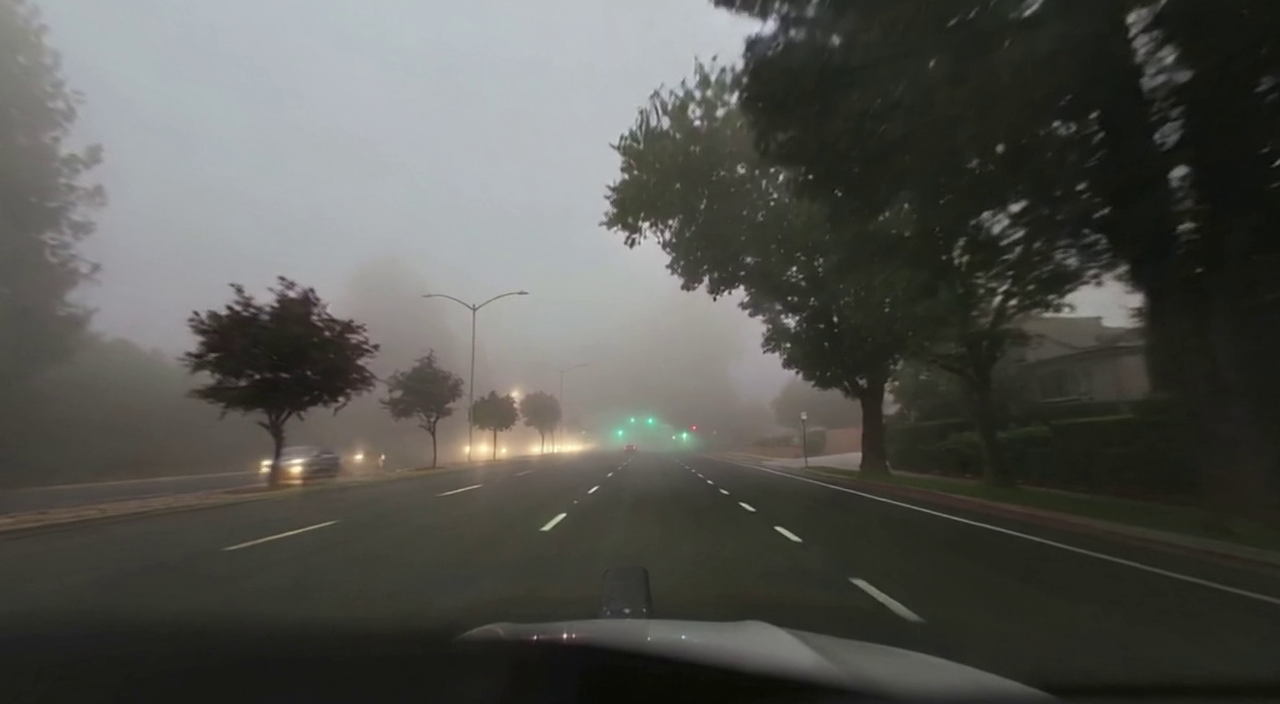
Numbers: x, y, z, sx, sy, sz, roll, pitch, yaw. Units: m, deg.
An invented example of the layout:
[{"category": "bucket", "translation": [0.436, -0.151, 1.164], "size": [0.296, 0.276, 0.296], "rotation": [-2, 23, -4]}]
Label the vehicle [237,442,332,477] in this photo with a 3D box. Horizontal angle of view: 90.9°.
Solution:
[{"category": "vehicle", "translation": [-16.881, 5.103, 30.235], "size": [1.869, 1.557, 4.424], "rotation": [0, -9, 2]}]

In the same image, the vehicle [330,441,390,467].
[{"category": "vehicle", "translation": [-20.085, 7.331, 45.422], "size": [2.103, 1.731, 4.598], "rotation": [0, -9, 1]}]
